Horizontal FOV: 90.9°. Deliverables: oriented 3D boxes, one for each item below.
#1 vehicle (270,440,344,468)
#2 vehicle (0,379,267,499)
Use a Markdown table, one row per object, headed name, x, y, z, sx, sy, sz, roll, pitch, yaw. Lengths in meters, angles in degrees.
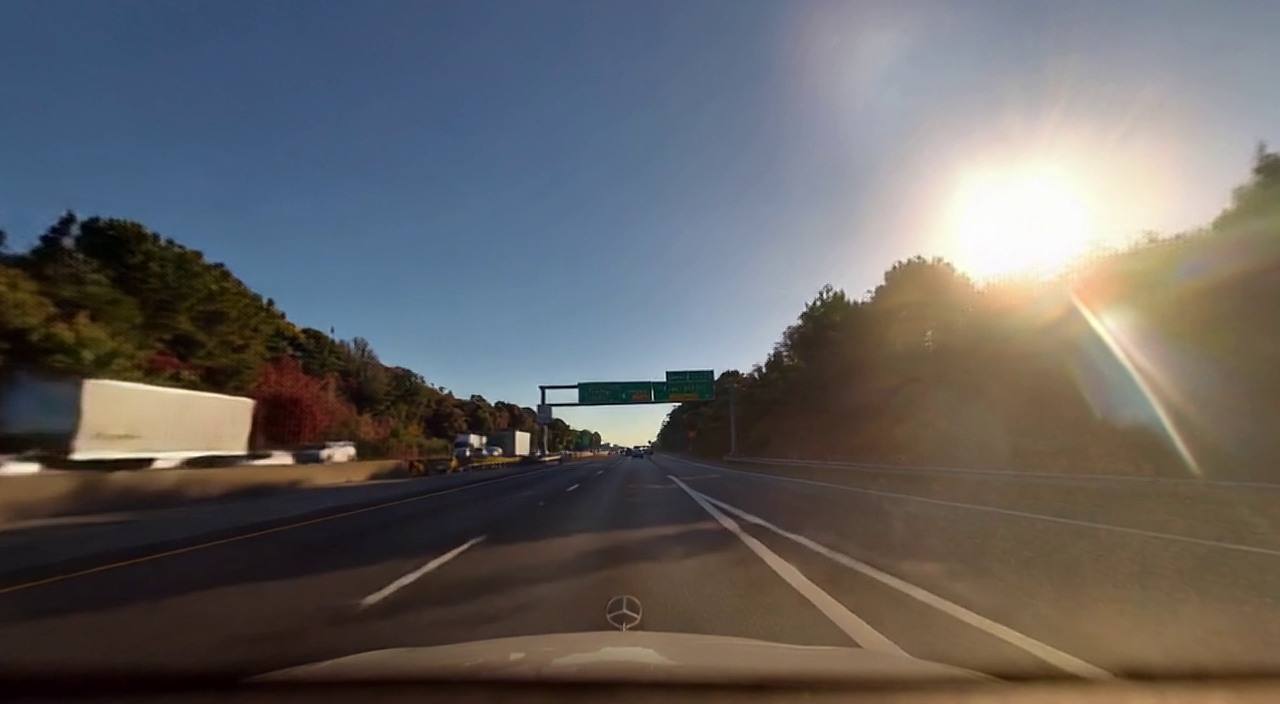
| name | x | y | z | sx | sy | sz | roll | pitch | yaw |
| --- | --- | --- | --- | --- | --- | --- | --- | --- | --- |
| vehicle | -19.580 | 6.028 | 37.247 | 2.089 | 1.538 | 4.364 | 0 | -9 | -2 |
| vehicle | -19.333 | 3.481 | 24.781 | 3.133 | 3.697 | 10.453 | 0 | -9 | -2 |
